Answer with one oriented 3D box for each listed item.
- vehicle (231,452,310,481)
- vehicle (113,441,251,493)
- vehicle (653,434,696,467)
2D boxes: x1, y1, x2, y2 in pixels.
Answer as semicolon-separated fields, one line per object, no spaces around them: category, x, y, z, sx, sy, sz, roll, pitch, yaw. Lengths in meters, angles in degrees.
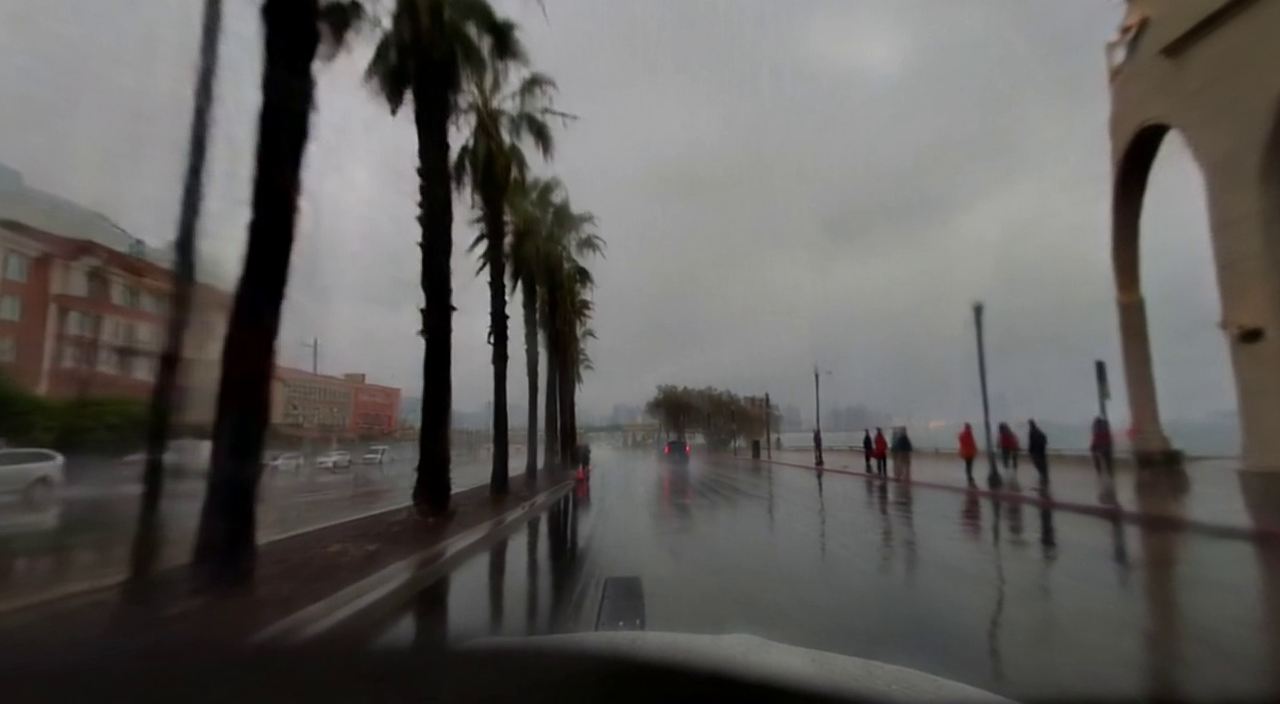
vehicle;-21.806;6.728;37.492;1.866;1.553;4.835;0;-9;-2
vehicle;-18.399;4.606;25.734;2.136;1.890;4.670;0;-9;-1
vehicle;2.228;6.645;42.665;2.284;2.010;6.670;0;-9;-2
